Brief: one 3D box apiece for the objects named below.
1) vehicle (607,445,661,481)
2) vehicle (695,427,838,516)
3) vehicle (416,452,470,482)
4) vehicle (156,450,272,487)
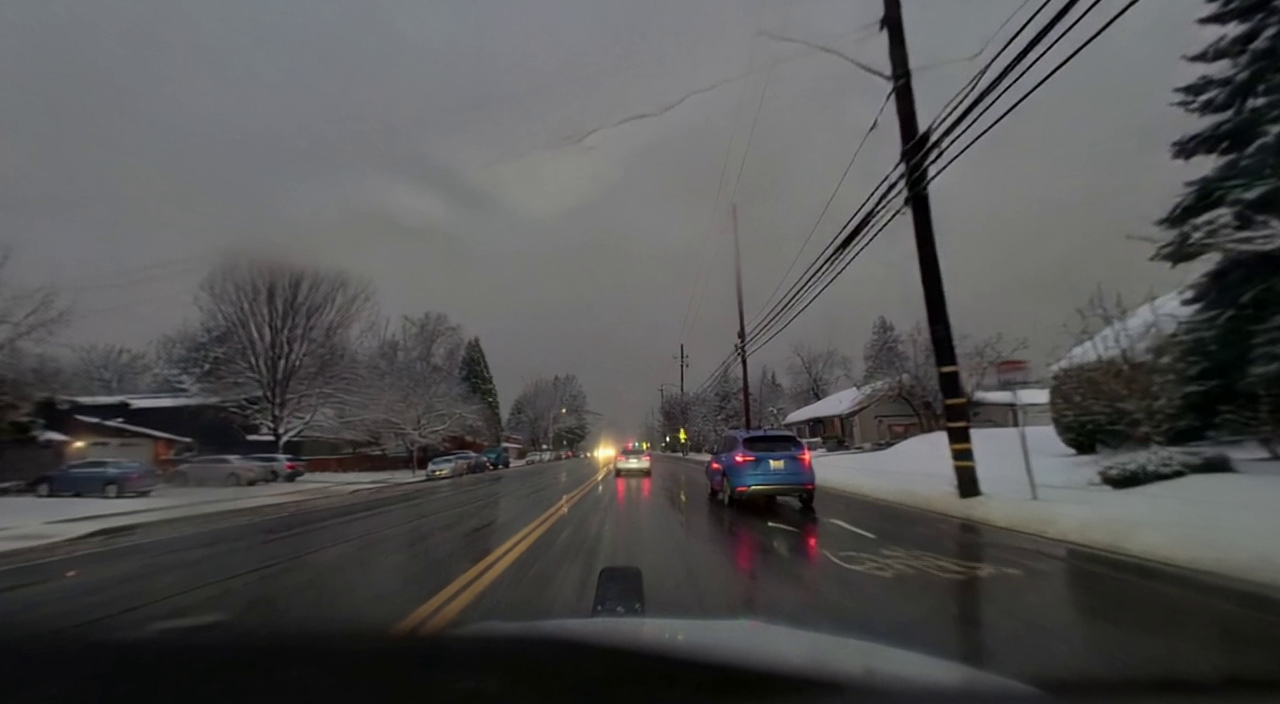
[{"bbox_3d":[-0.284,4.824,27.774,2.196,1.449,4.006,0,-8,-1],"label":"vehicle"},{"bbox_3d":[2.766,2.753,15.138,2.200,1.763,4.676,1,-8,-3],"label":"vehicle"},{"bbox_3d":[-12.283,7.174,39.699,2.044,1.534,4.554,-4,-8,-2],"label":"vehicle"},{"bbox_3d":[-21.035,5.734,31.357,4.240,1.717,2.043,0,-9,-2],"label":"vehicle"}]
